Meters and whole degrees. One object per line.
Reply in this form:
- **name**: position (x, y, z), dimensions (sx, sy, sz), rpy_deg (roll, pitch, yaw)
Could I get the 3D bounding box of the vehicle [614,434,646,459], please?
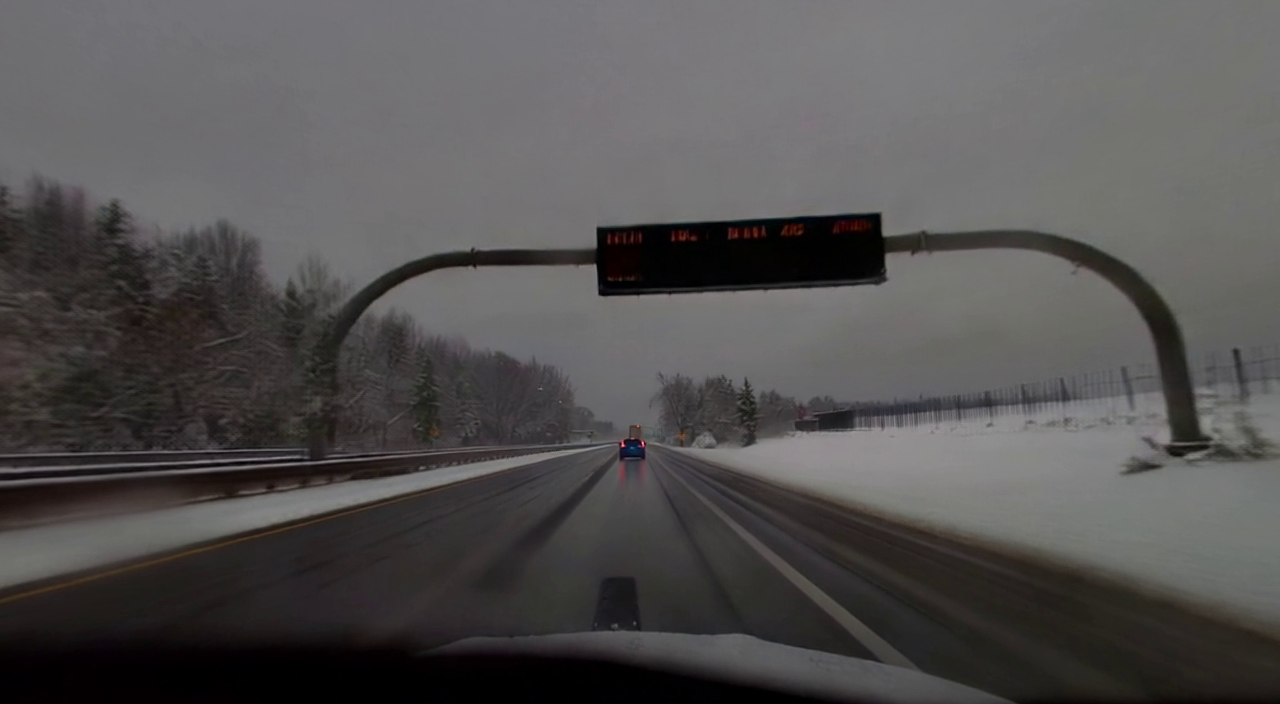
- **vehicle**: position (-0.712, 6.661, 44.538), dimensions (2.180, 1.717, 4.139), rpy_deg (0, -8, -1)
